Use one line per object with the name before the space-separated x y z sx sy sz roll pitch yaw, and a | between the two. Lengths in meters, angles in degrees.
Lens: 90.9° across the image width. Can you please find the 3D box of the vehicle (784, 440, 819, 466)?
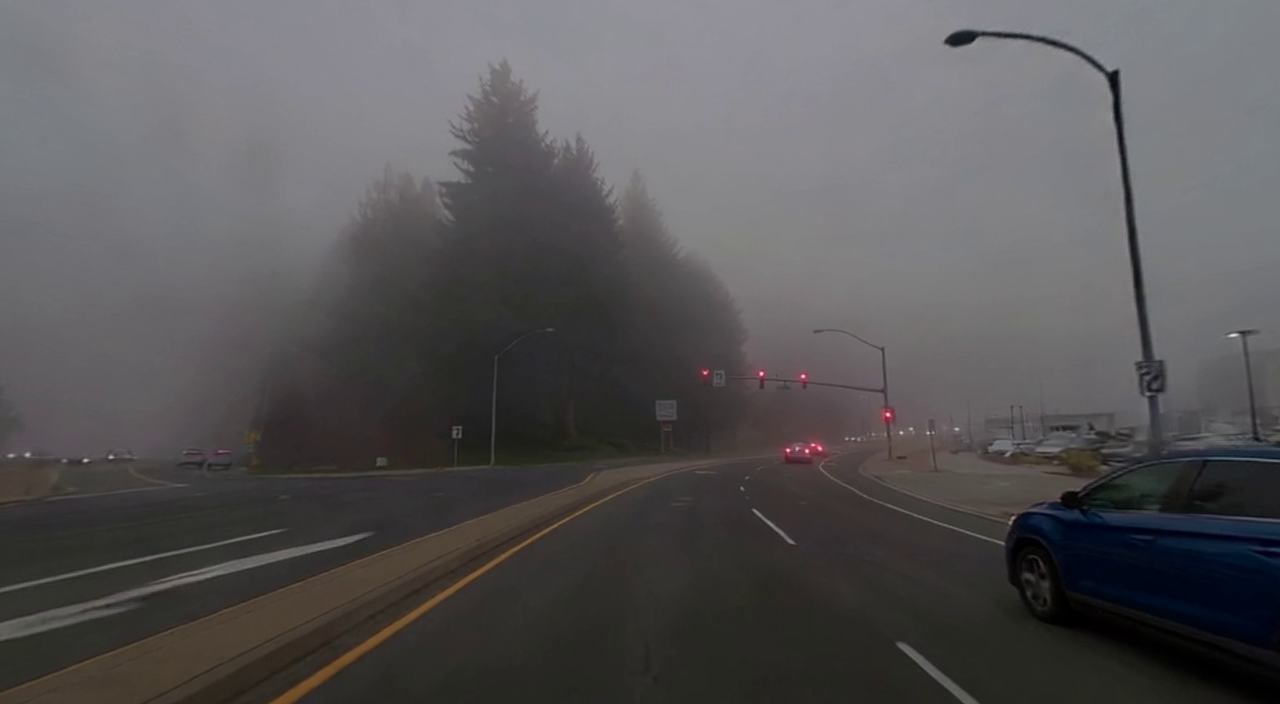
vehicle | 11.815 7.339 45.885 2.311 1.715 4.287 -2 -9 16

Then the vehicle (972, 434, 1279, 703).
vehicle | 4.353 1.302 4.131 1.938 1.466 4.434 0 -9 0

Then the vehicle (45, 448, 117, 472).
vehicle | -36.284 6.994 41.039 1.779 1.458 4.279 3 -9 -16
